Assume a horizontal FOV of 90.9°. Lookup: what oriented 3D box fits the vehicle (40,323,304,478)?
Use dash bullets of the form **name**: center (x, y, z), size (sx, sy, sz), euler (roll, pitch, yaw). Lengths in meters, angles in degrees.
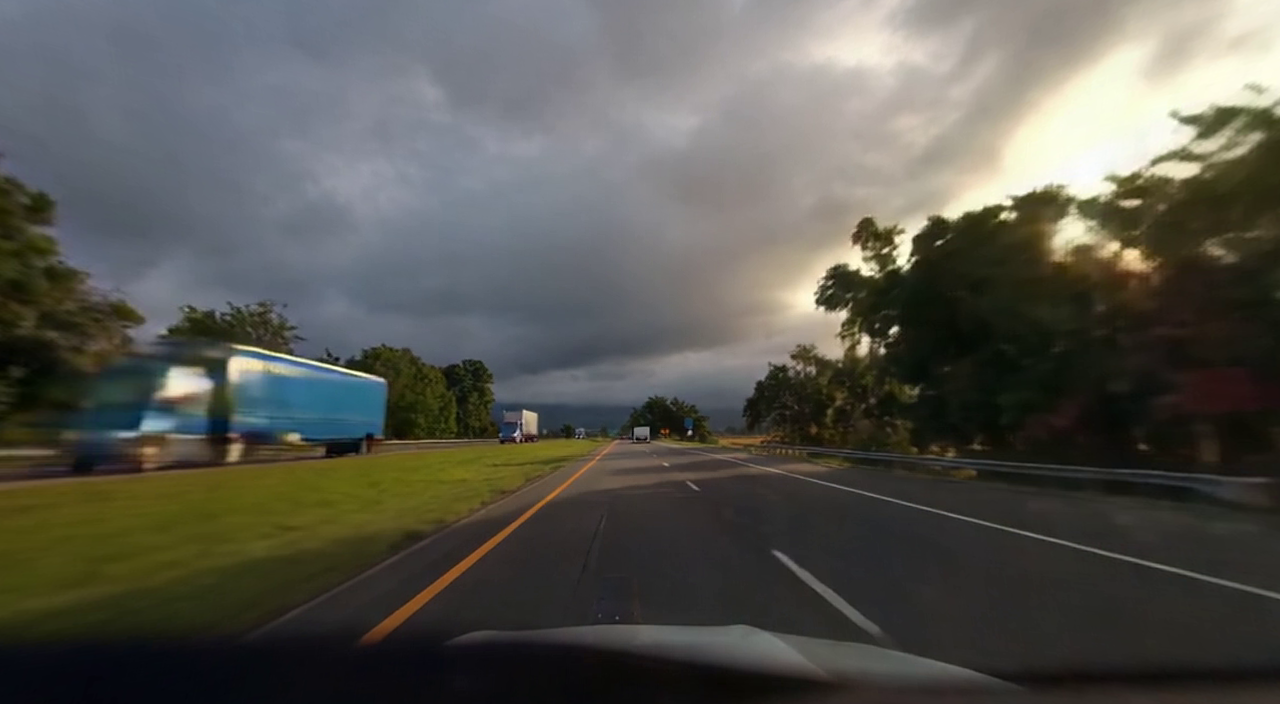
- **vehicle**: center (-13.248, 1.585, 18.792), size (3.008, 3.852, 6.229), euler (0, -8, -1)
